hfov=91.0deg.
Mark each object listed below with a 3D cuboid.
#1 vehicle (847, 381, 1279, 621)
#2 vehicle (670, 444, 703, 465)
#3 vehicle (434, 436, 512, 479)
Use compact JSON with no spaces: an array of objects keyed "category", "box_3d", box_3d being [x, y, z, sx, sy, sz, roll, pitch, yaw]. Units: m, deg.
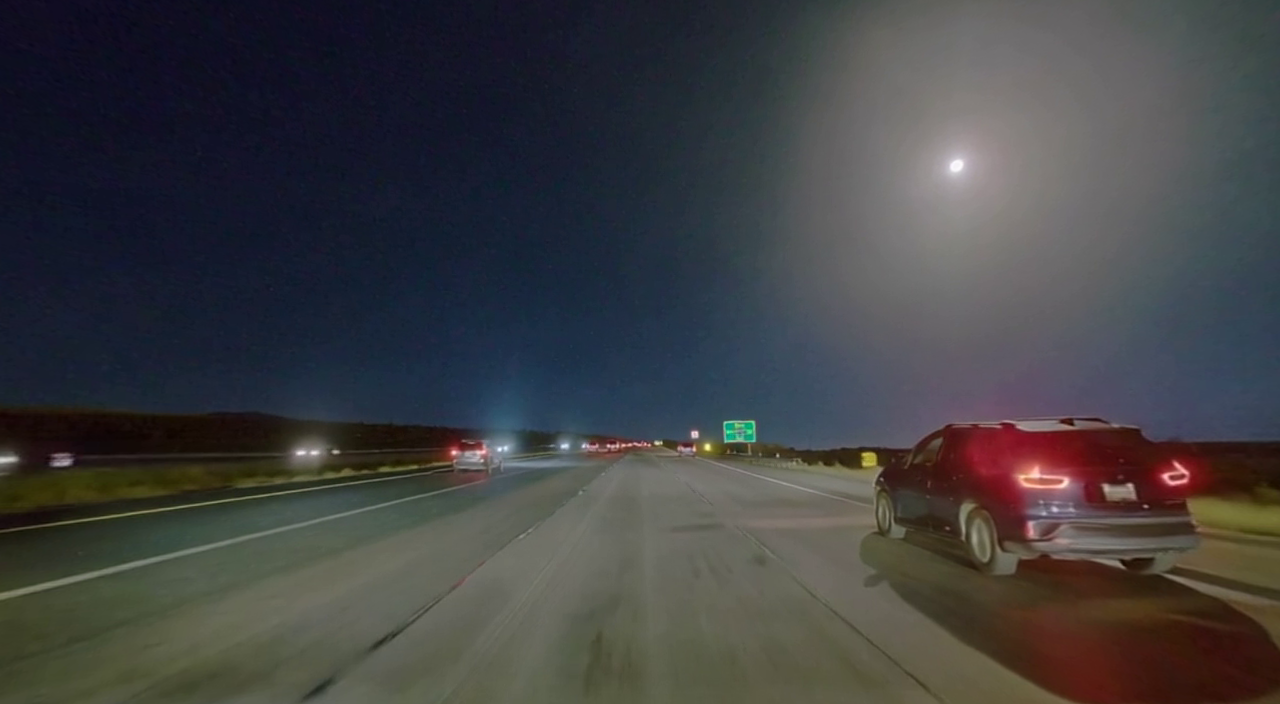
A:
[{"category":"vehicle","box_3d":[4.305,1.518,7.348,2.153,1.860,4.689,-1,-9,0]},{"category":"vehicle","box_3d":[3.386,7.542,46.432,2.038,1.497,4.167,0,-9,-1]},{"category":"vehicle","box_3d":[-7.278,4.652,27.972,2.095,1.696,4.680,-1,-9,1]}]
